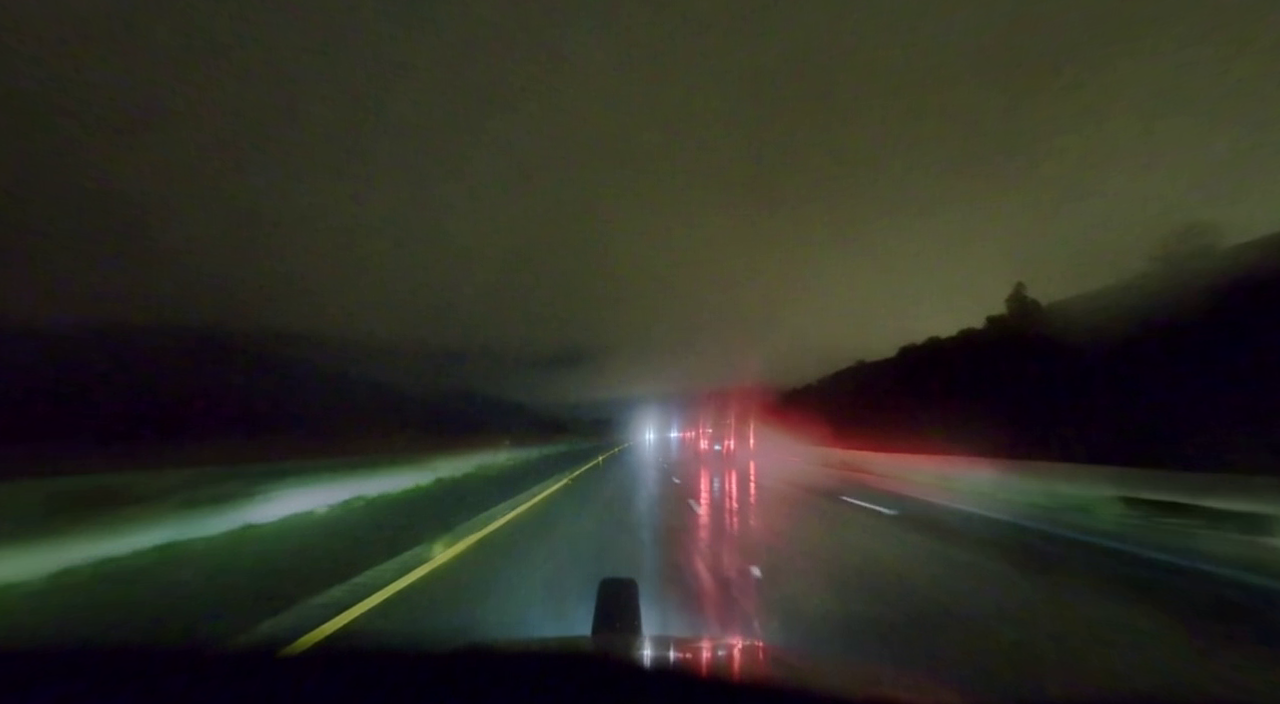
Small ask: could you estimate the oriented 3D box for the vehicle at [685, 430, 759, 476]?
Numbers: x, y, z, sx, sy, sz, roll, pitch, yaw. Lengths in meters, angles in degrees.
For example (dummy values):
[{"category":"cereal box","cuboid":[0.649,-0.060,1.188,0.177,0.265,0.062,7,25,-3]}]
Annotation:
[{"category":"vehicle","cuboid":[2.962,3.754,23.734,2.084,1.583,4.420,0,-8,-1]}]
